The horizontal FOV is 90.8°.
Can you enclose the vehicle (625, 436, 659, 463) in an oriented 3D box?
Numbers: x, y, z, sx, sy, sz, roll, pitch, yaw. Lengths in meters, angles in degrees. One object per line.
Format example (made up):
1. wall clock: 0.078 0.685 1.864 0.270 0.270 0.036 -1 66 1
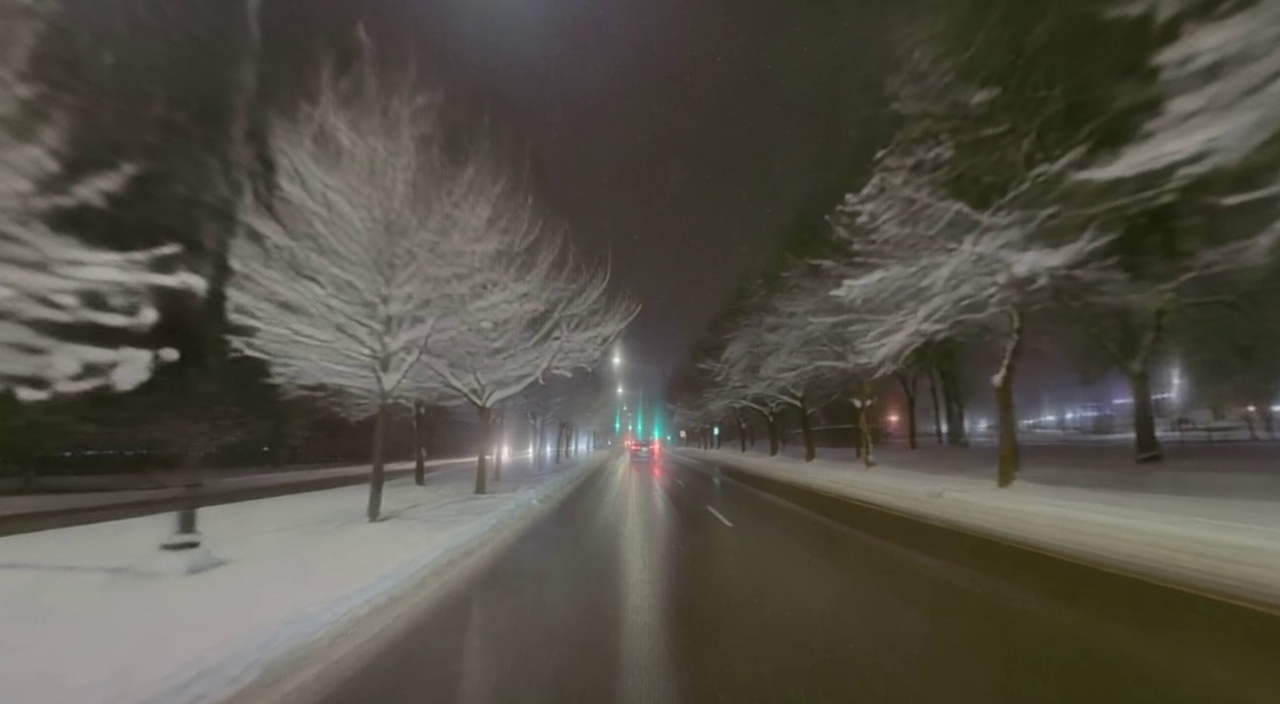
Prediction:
1. vehicle: 0.092 6.116 39.573 2.048 1.584 4.393 0 -8 -1
